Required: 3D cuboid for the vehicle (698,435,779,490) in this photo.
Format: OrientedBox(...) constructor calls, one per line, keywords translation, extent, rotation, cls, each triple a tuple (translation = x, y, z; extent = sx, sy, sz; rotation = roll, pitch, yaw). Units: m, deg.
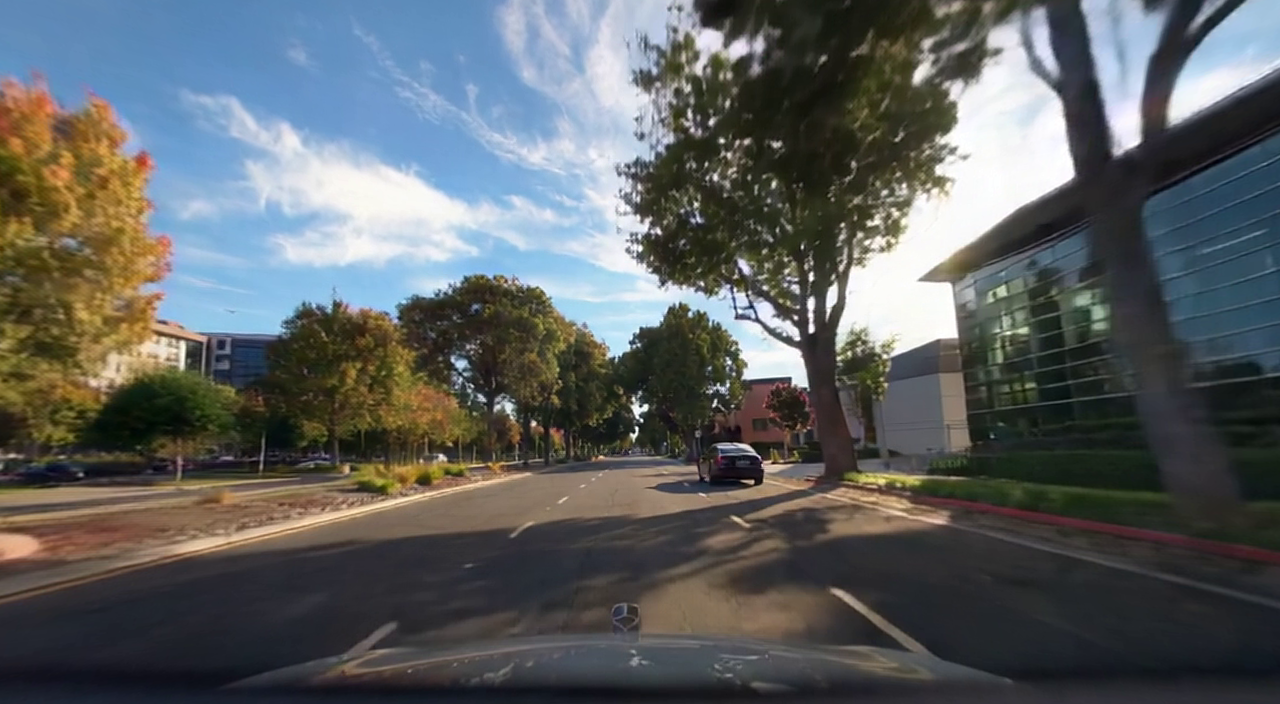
OrientedBox(translation=(3.408, 3.925, 22.731), extent=(2.083, 1.743, 4.354), rotation=(0, -9, -2), cls="vehicle")
